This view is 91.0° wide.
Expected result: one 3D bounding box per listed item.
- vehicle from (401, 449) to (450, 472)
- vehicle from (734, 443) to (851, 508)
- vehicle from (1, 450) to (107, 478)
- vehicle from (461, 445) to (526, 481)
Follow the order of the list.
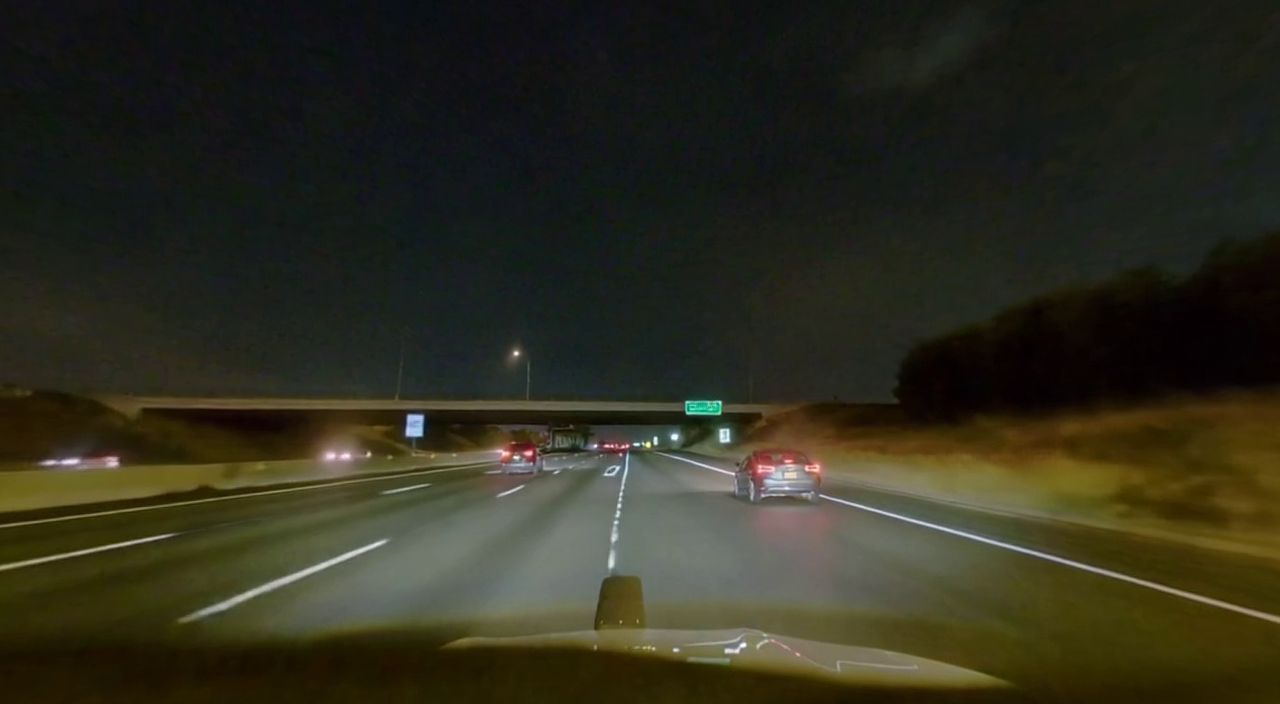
[{"bbox_3d":[-14.937,7.587,44.176,1.919,1.497,4.765,0,-9,-2],"label":"vehicle"},{"bbox_3d":[3.966,3.287,17.234,2.079,1.535,4.316,0,-9,-1],"label":"vehicle"},{"bbox_3d":[-38.513,7.354,41.608,1.976,1.712,5.338,0,-9,-2],"label":"vehicle"},{"bbox_3d":[-6.764,5.161,29.612,2.072,1.545,4.687,0,-9,-2],"label":"vehicle"}]
